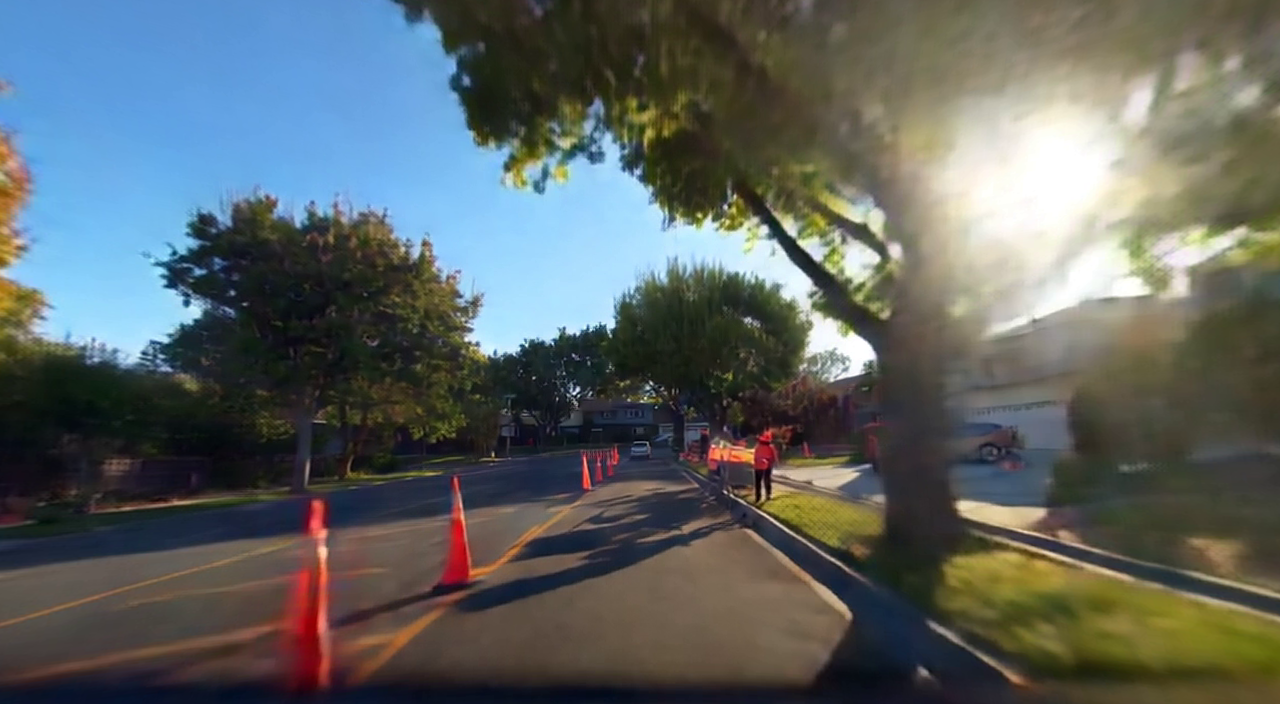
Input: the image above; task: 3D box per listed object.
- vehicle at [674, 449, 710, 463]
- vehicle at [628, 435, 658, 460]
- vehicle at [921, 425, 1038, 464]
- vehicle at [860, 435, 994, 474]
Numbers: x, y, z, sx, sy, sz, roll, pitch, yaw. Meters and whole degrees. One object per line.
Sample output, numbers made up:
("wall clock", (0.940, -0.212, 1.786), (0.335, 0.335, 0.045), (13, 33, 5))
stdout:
("vehicle", (3.474, 6.980, 42.504), (2.123, 0.883, 3.024), (0, -8, 0))
("vehicle", (0.210, 6.952, 45.852), (2.151, 1.708, 4.084), (0, -9, 0))
("vehicle", (15.720, 4.293, 29.283), (4.302, 1.736, 1.932), (0, -8, -2))
("vehicle", (11.350, 4.064, 25.130), (4.463, 1.466, 1.813), (0, -8, 3))
